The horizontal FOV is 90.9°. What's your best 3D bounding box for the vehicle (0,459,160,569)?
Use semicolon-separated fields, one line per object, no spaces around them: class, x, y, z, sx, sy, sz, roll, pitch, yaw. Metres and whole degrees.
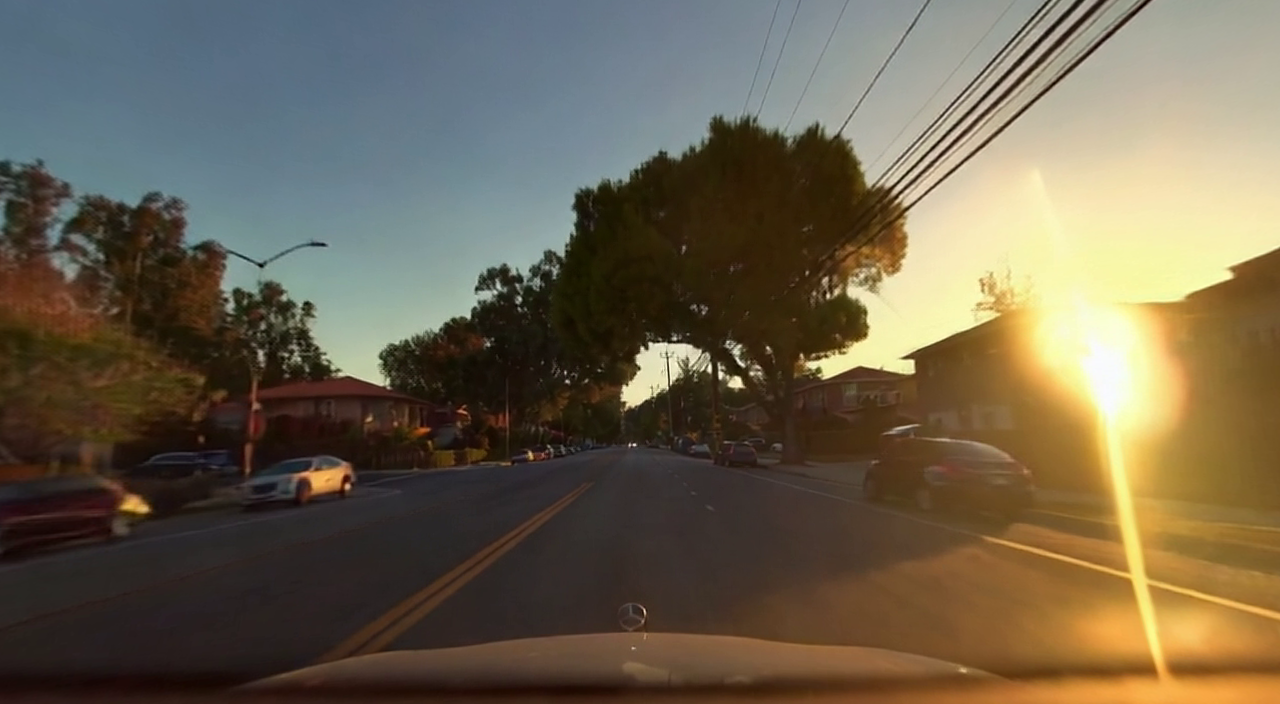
vehicle;-10.672;2.713;10.528;1.932;1.472;4.516;-3;-7;-2

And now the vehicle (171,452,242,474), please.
vehicle;-31.695;8.094;46.281;1.786;1.448;4.702;-1;-8;2

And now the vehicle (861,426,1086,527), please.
vehicle;6.689;2.542;13.496;2.194;1.741;4.800;-1;-9;0

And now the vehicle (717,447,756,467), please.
vehicle;7.114;7.794;47.000;2.070;1.428;4.636;0;-9;-1

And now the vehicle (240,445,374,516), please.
vehicle;-10.439;3.982;20.165;1.984;1.762;4.266;-4;-7;0
